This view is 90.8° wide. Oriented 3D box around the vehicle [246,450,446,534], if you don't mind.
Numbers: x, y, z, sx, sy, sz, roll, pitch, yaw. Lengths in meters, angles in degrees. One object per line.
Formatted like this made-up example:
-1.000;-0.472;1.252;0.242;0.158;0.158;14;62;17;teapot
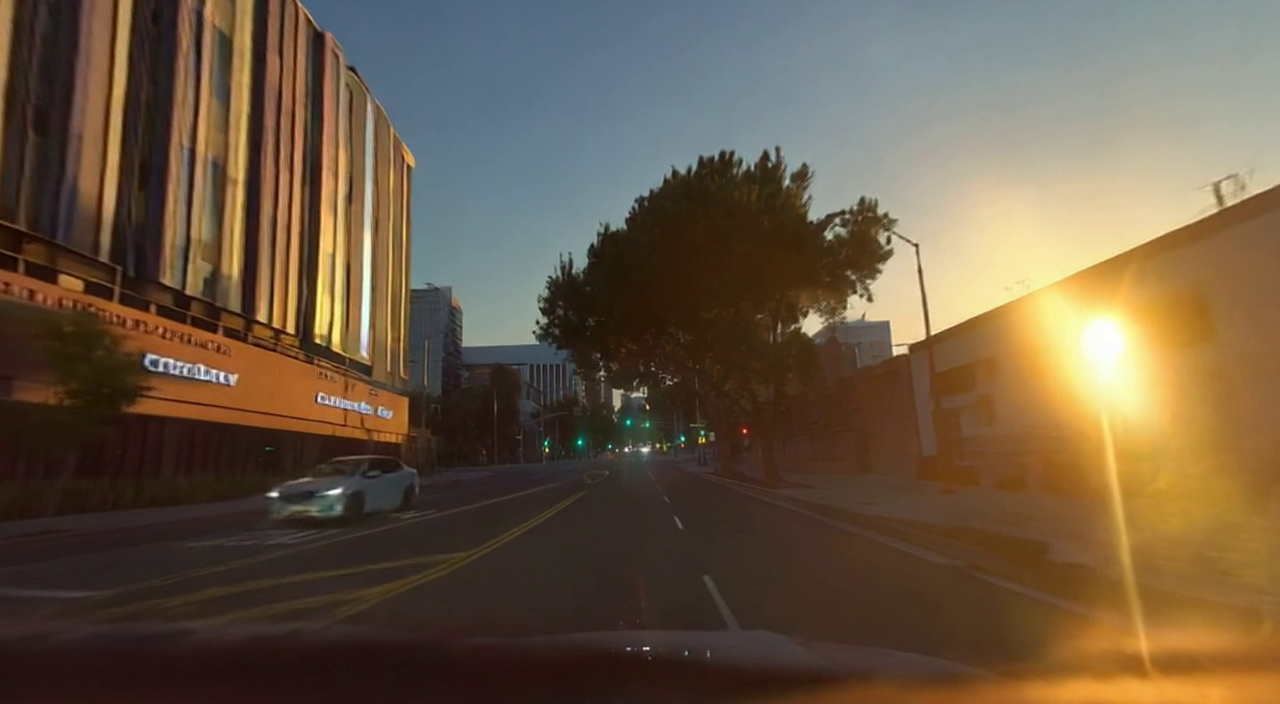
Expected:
-6.307;3.020;14.376;2.037;1.563;4.754;-1;-9;4;vehicle
